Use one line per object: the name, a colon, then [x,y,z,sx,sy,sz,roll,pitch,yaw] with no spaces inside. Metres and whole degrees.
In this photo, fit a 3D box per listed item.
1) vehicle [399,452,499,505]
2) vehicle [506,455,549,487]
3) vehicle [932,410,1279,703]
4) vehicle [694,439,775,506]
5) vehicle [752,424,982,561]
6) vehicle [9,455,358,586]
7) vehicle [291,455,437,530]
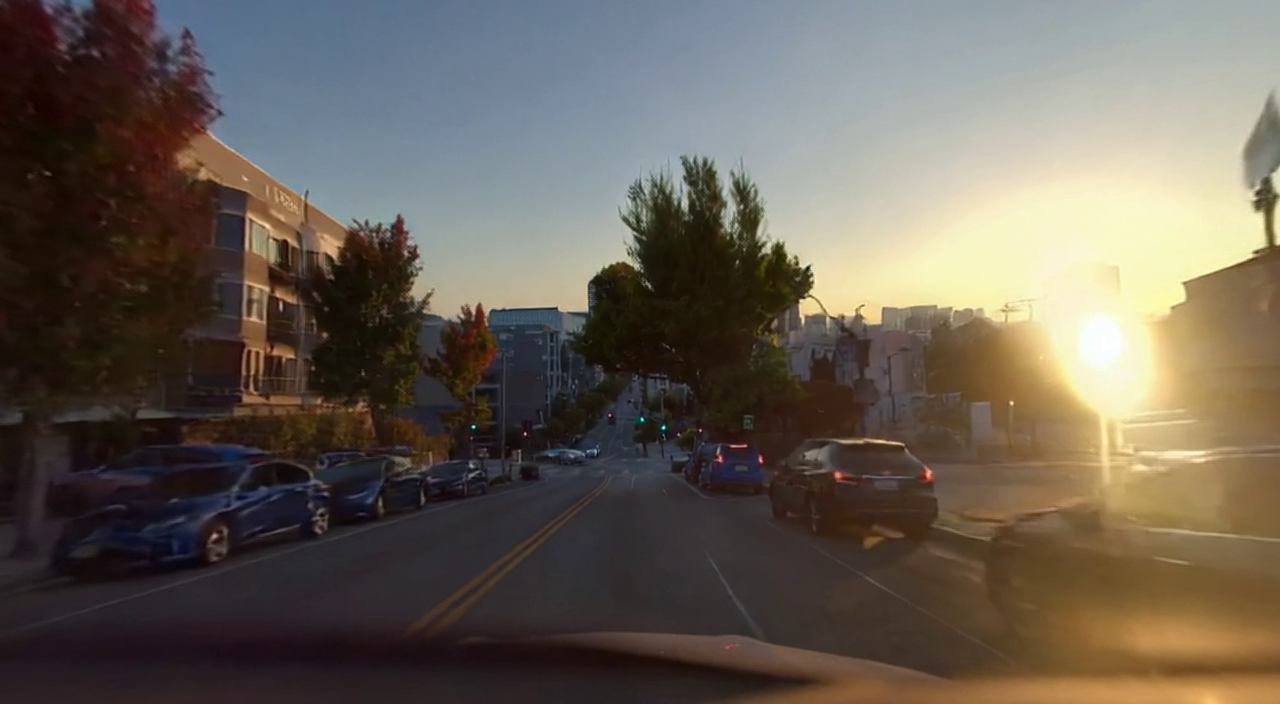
vehicle: [-6.526,4.472,22.196,2.033,1.523,4.867,-3,-12,0]
vehicle: [-6.780,7.188,38.483,1.893,1.758,4.019,0,-9,0]
vehicle: [3.253,0.962,2.375,1.908,1.461,4.873,0,-9,-1]
vehicle: [2.851,3.742,20.107,1.954,1.845,4.682,0,-9,1]
vehicle: [3.391,2.206,10.778,1.886,1.740,5.167,0,-9,-1]
vehicle: [-6.512,2.403,9.937,1.913,1.479,4.714,0,-9,1]
vehicle: [-6.610,3.368,15.744,1.723,1.520,4.439,0,-9,-1]
